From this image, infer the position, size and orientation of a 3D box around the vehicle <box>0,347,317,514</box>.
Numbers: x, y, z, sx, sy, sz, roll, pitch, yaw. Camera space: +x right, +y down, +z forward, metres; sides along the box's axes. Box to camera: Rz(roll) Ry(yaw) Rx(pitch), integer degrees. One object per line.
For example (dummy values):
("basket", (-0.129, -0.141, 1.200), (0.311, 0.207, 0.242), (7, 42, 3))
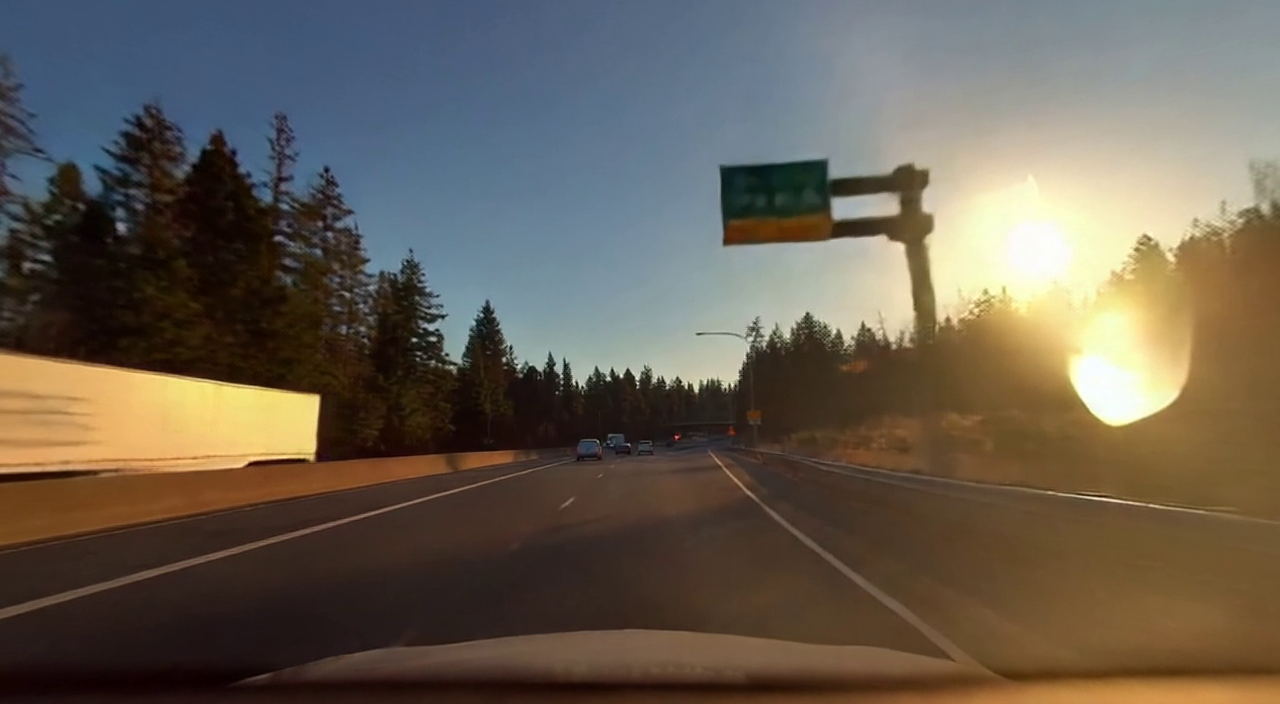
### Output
("vehicle", (-17.276, 2.990, 22.631), (2.877, 4.076, 16.156), (0, -8, 0))

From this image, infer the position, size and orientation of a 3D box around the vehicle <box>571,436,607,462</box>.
("vehicle", (-3.613, 6.967, 45.324), (2.129, 1.742, 4.217), (0, -8, 1))
